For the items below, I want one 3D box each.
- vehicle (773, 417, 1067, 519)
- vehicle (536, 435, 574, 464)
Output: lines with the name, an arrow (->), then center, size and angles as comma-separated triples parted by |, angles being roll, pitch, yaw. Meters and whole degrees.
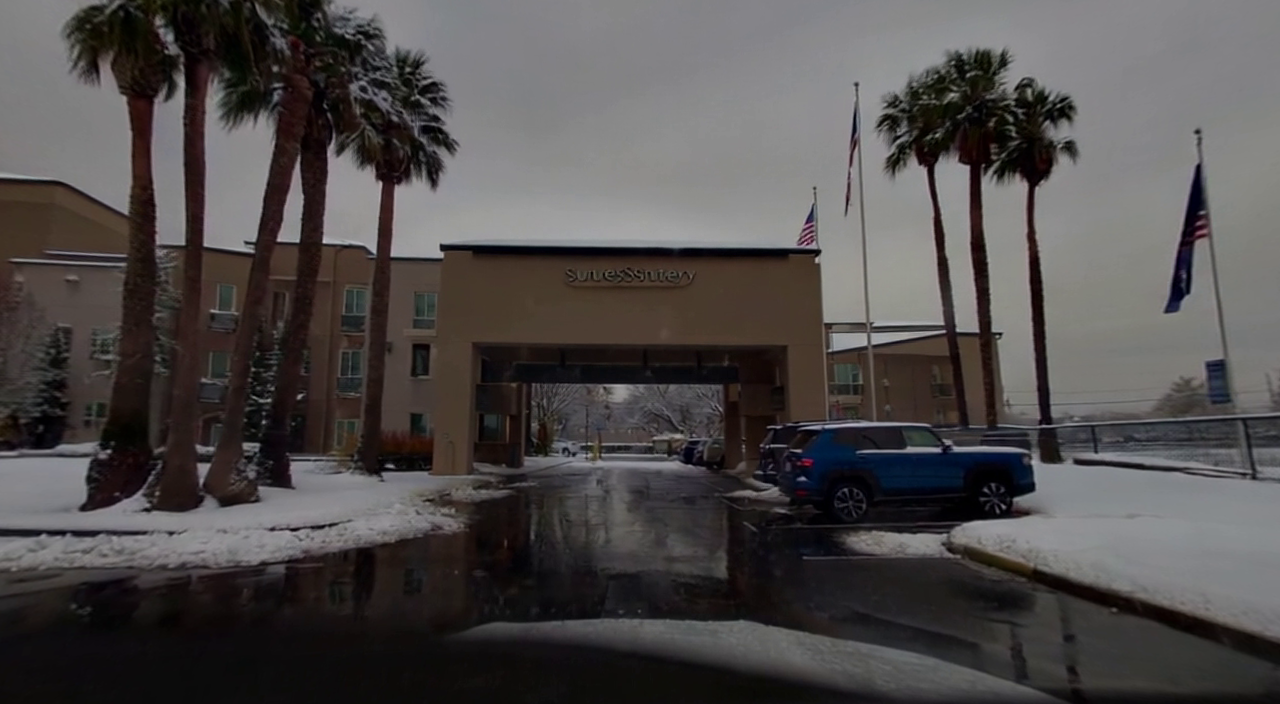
vehicle -> 5.015, 2.143, 11.854 | 4.567, 1.723, 1.926 | 0, -9, 1
vehicle -> -6.116, 7.007, 45.595 | 1.943, 1.890, 4.472 | 2, -7, 2
